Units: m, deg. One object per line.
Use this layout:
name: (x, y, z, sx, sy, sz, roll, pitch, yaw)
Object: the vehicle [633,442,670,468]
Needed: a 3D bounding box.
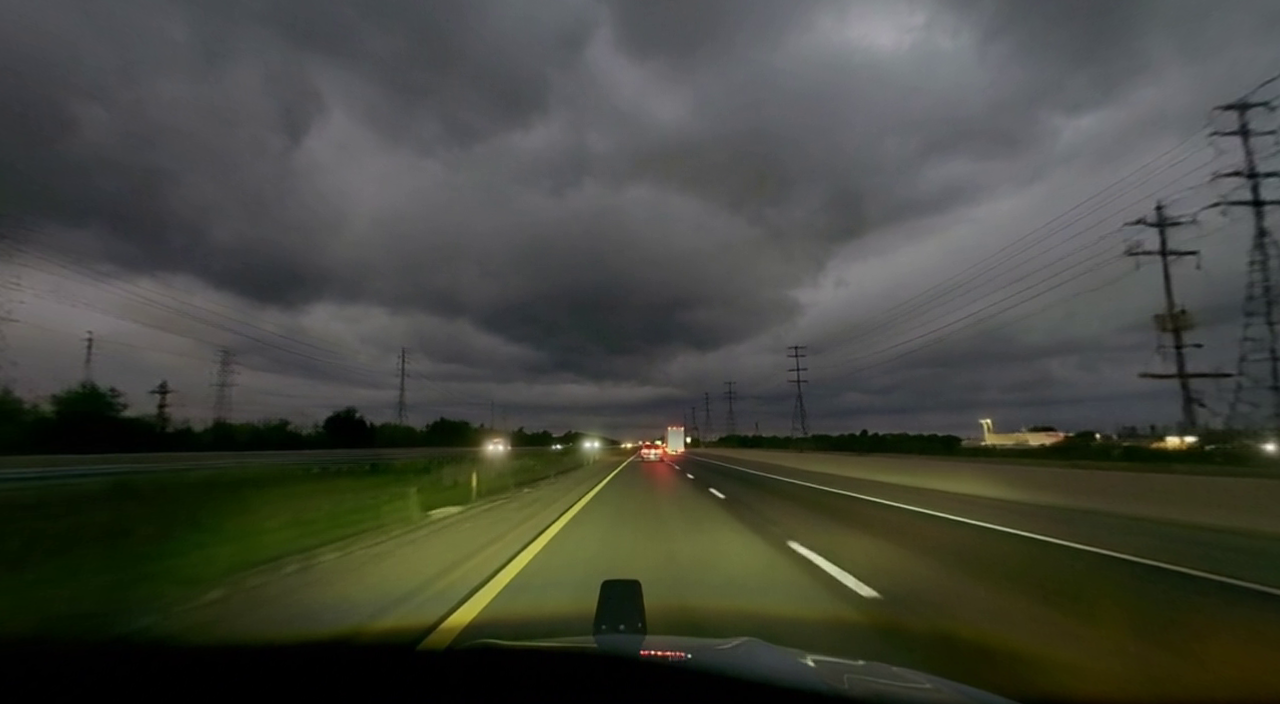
vehicle: (0.741, 6.515, 40.120, 2.192, 1.556, 4.132, -1, -8, 1)
